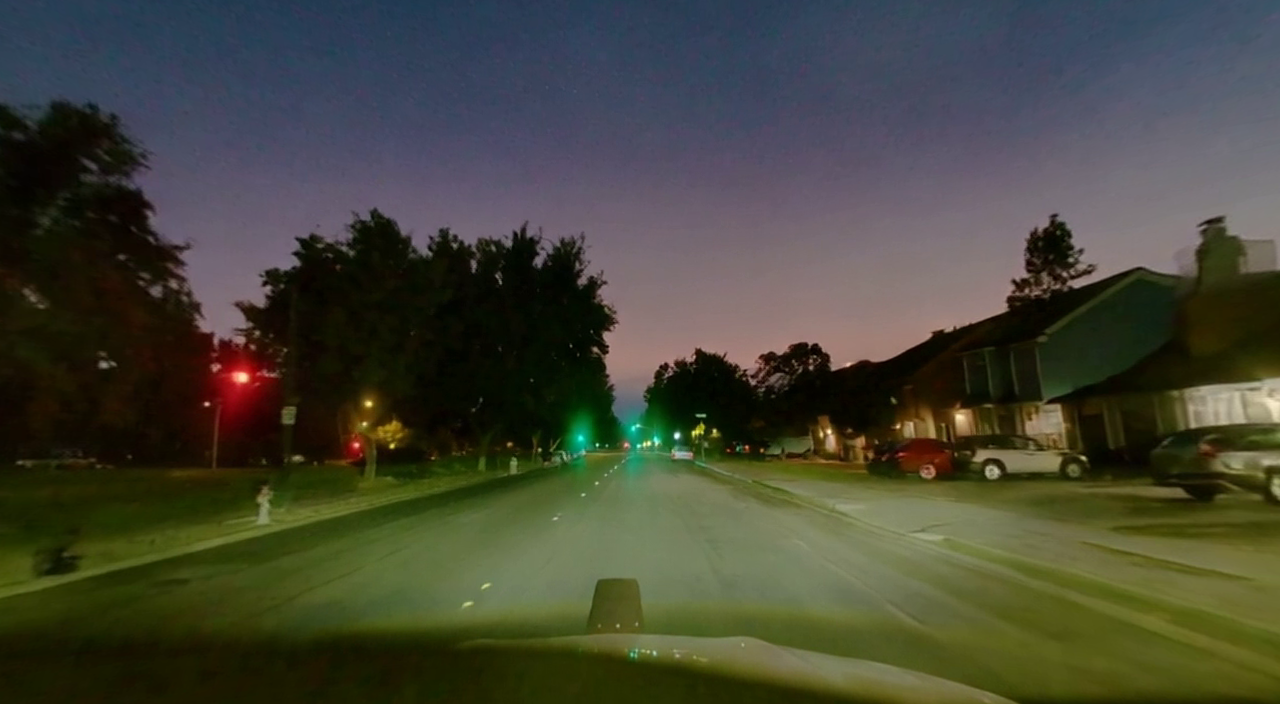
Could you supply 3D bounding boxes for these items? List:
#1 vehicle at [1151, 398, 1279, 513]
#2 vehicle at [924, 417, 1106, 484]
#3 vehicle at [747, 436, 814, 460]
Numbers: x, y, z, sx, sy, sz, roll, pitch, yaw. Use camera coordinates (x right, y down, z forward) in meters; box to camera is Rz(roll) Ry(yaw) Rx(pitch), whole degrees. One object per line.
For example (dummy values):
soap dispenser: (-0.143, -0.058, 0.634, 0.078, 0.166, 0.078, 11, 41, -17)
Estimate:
vehicle: (11.091, 1.649, 10.248, 3.873, 1.675, 1.913, 0, -9, -1)
vehicle: (10.581, 2.803, 18.051, 3.933, 1.645, 1.832, -2, -9, -2)
vehicle: (11.074, 7.608, 49.943, 4.750, 1.658, 1.902, -2, -10, 0)
